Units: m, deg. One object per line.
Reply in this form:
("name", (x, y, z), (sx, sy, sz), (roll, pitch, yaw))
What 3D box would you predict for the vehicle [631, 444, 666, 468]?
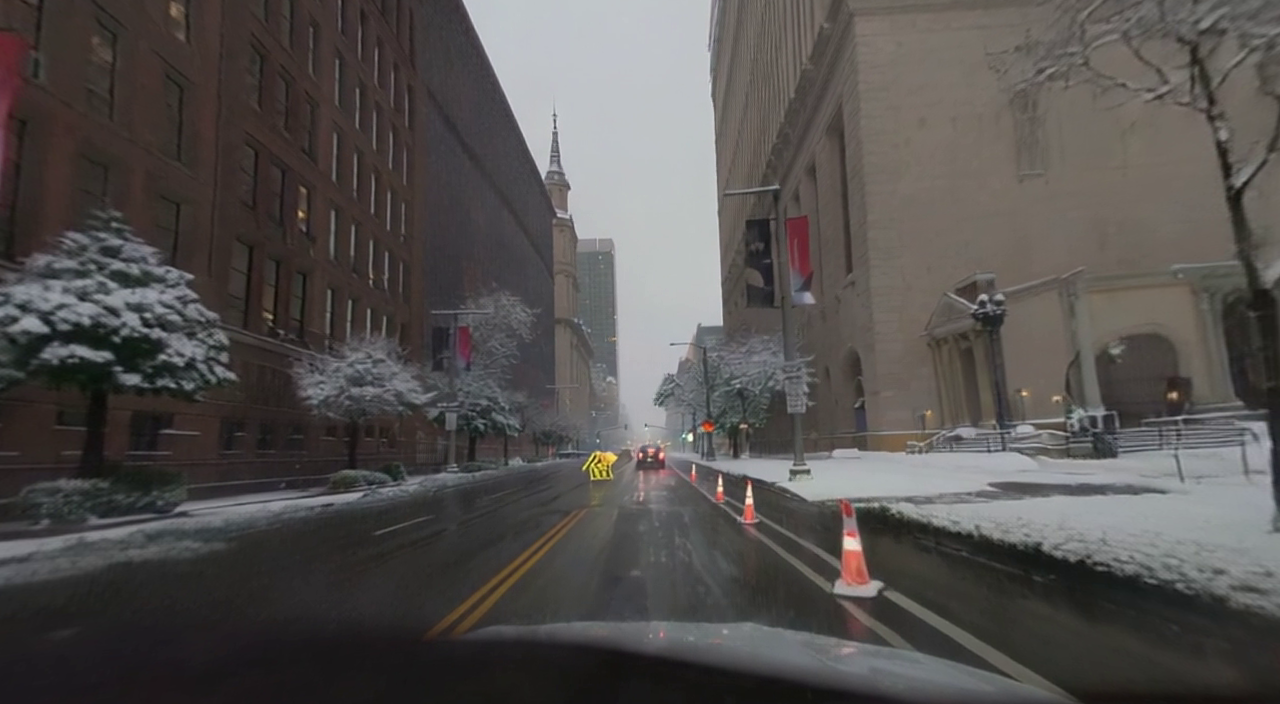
("vehicle", (0.555, 7.040, 42.781), (2.216, 1.492, 4.725), (0, -8, 1))
